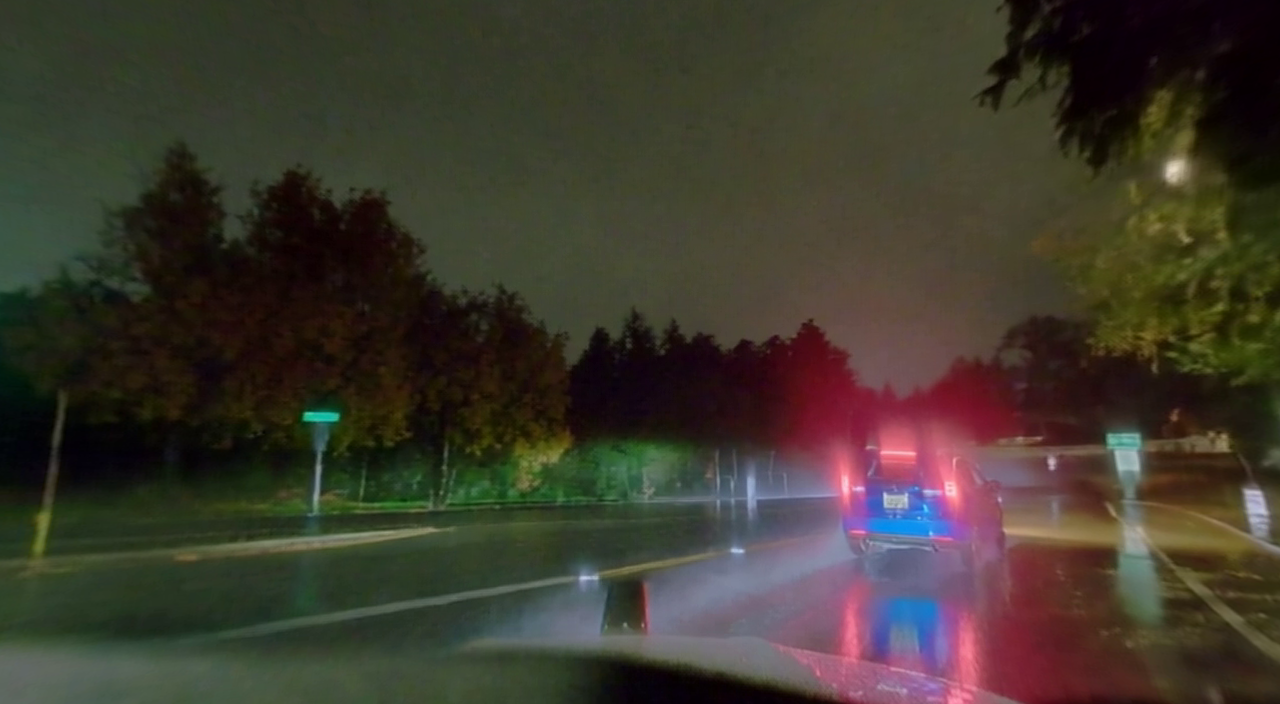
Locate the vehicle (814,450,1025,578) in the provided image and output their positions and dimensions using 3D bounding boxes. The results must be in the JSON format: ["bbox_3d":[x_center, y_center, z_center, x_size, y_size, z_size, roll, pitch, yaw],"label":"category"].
[{"bbox_3d":[4.605,2.339,10.044,2.148,1.521,4.089,-6,-10,36],"label":"vehicle"}]
